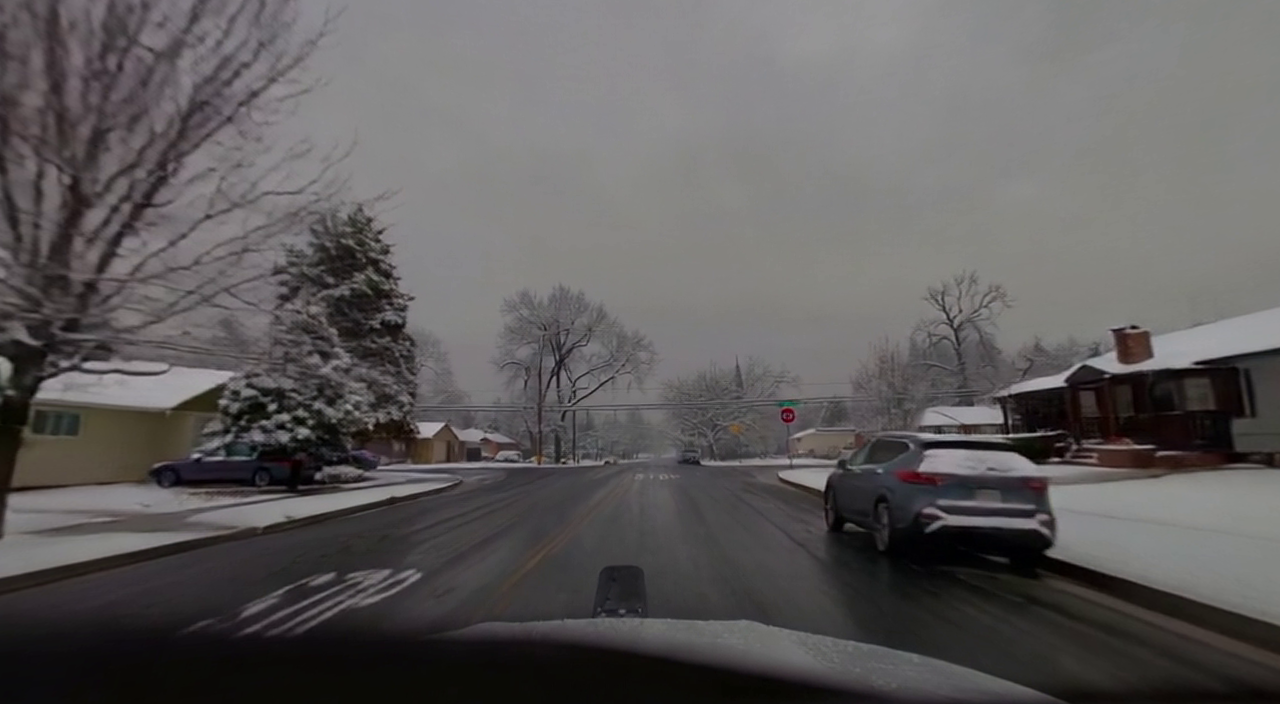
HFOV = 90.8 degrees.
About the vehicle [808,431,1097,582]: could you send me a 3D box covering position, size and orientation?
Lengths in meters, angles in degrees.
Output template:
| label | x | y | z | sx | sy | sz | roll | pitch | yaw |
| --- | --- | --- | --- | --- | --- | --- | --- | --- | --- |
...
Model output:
| label | x | y | z | sx | sy | sz | roll | pitch | yaw |
| --- | --- | --- | --- | --- | --- | --- | --- | --- | --- |
| vehicle | 3.771 | 1.906 | 8.602 | 1.975 | 1.528 | 4.000 | 0 | -9 | 2 |
